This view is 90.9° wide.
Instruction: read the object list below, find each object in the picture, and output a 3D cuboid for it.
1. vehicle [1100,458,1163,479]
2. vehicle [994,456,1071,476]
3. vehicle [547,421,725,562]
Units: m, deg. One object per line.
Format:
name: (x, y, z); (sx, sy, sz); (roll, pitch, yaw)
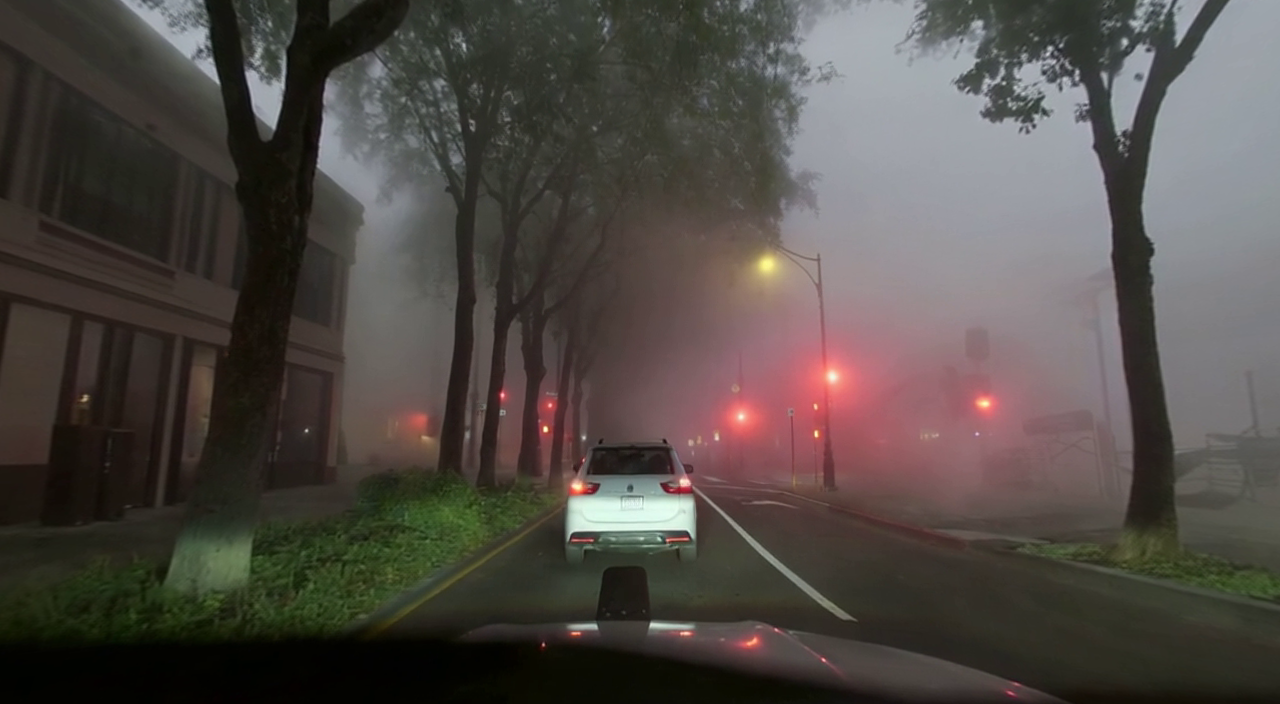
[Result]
vehicle: (37.217, 8.836, 47.804); (3.445, 1.363, 1.608); (2, -8, -1)
vehicle: (29.813, 8.648, 47.900); (4.668, 1.441, 1.904); (1, -9, -6)
vehicle: (-0.084, 1.925, 9.394); (2.079, 1.621, 3.861); (0, -8, -1)
